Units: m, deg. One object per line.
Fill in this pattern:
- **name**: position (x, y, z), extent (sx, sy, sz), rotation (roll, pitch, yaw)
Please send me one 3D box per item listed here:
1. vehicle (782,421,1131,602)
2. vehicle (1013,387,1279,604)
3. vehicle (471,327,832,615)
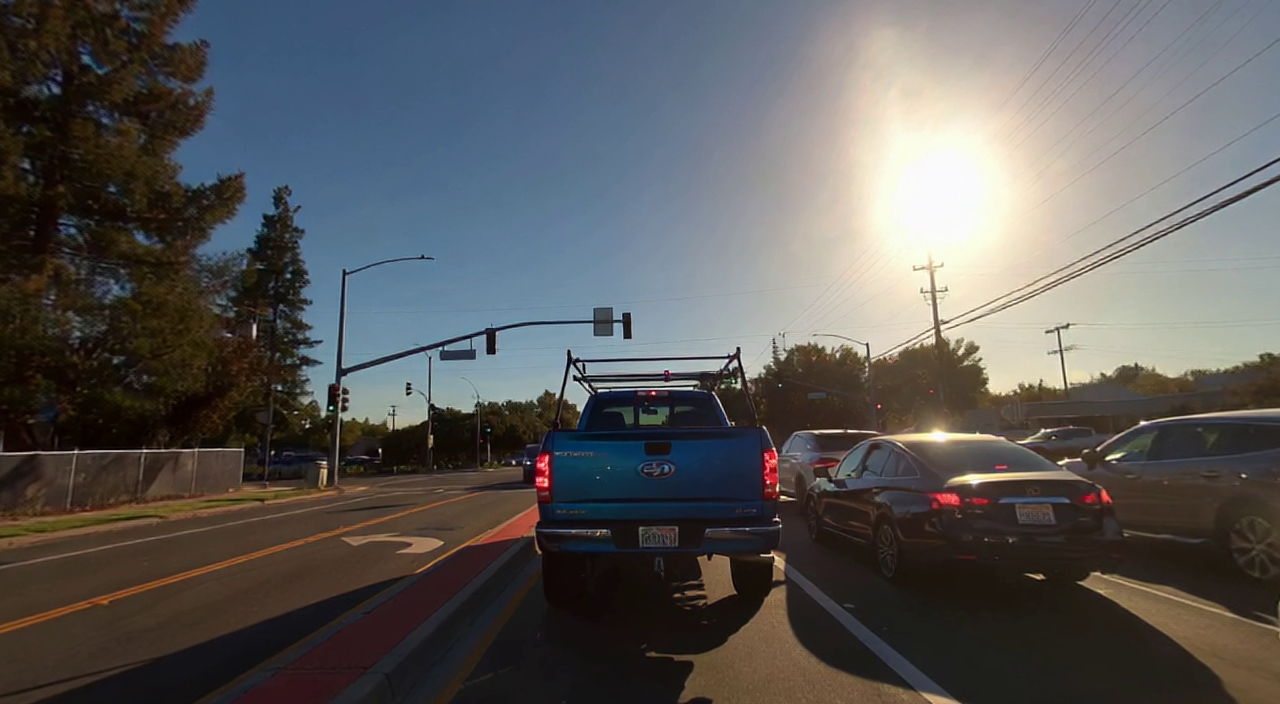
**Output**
- **vehicle**: position (3.117, 1.638, 7.375), extent (1.993, 1.495, 4.060), rotation (0, -8, 1)
- **vehicle**: position (6.155, 1.366, 6.471), extent (1.982, 1.727, 4.352), rotation (0, -8, 1)
- **vehicle**: position (0.120, 1.375, 8.143), extent (2.831, 2.284, 6.149), rotation (0, -8, 1)
